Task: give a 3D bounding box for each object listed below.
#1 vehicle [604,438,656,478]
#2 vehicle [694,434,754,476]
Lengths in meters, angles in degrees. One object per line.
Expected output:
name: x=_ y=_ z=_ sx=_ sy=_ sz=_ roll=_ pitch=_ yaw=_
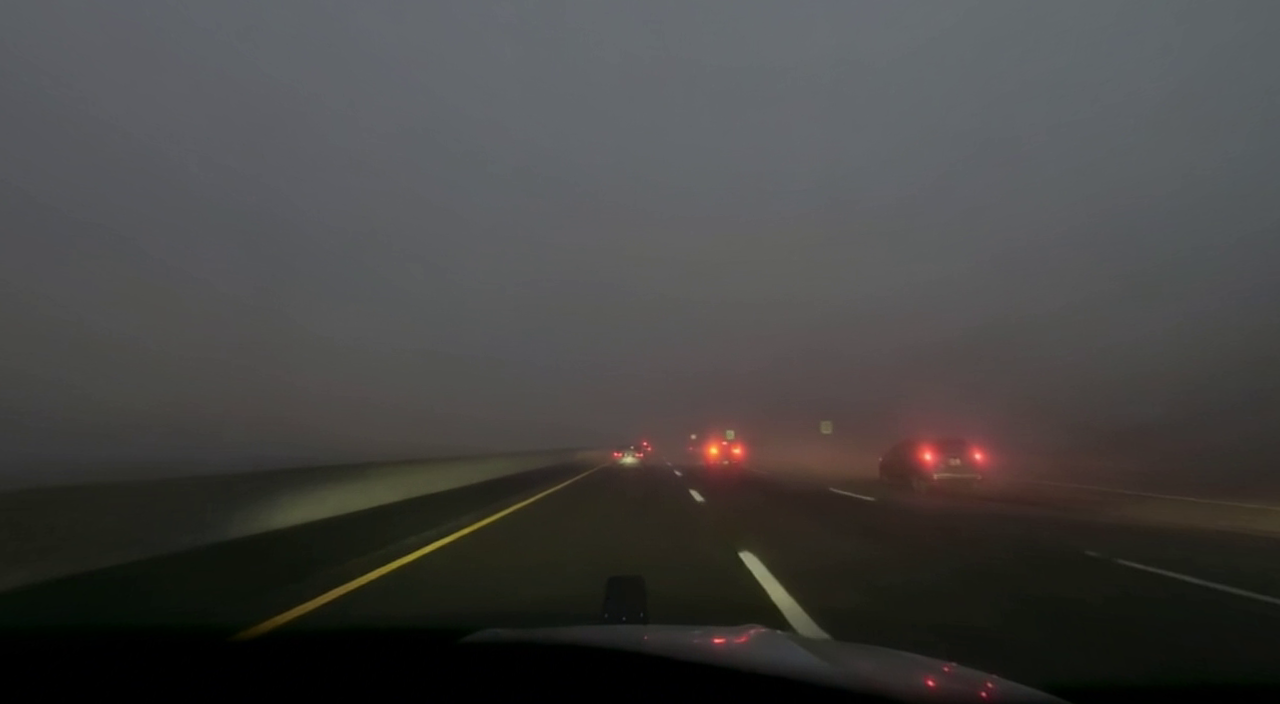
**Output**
vehicle: x=-0.383 y=4.516 z=27.018 sx=2.050 sy=1.546 sz=4.344 roll=0 pitch=-8 yaw=1
vehicle: x=3.639 y=4.565 z=27.977 sx=2.063 sy=1.698 sz=4.355 roll=0 pitch=-8 yaw=0
